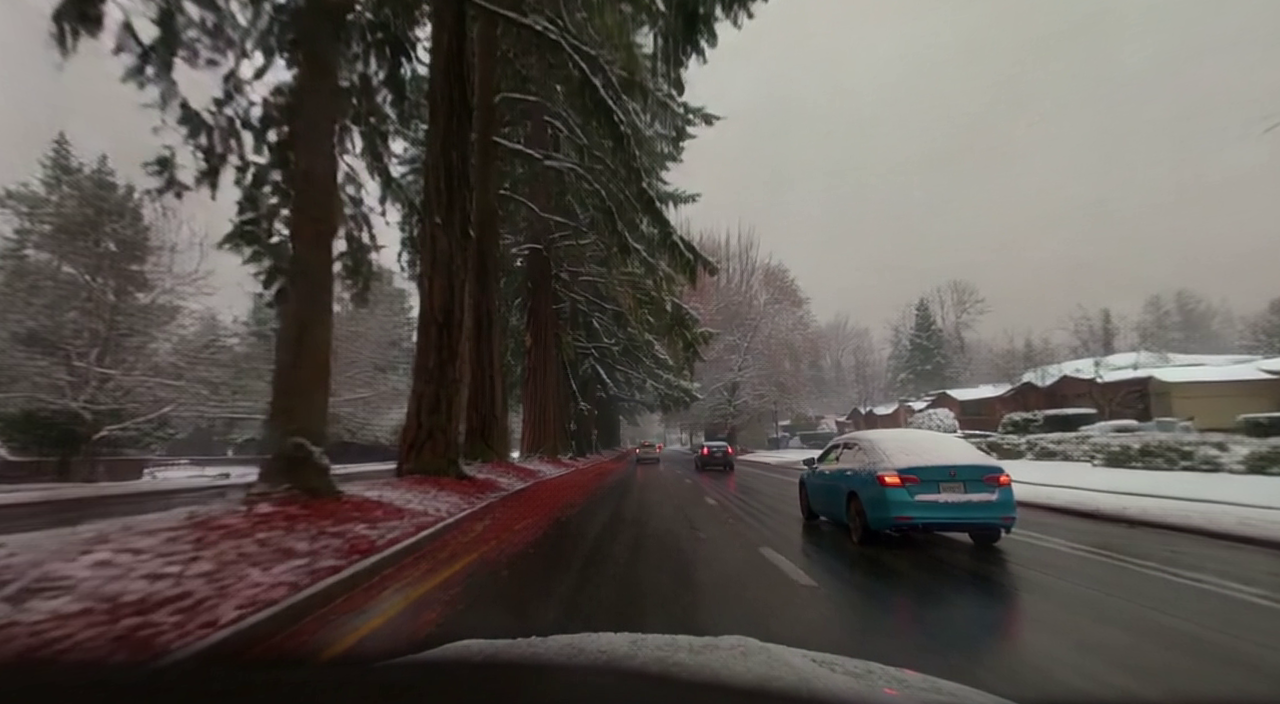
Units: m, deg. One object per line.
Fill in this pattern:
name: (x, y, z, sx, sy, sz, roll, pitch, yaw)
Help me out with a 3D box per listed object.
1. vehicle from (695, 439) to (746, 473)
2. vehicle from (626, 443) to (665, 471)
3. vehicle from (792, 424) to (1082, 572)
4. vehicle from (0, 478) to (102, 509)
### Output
vehicle: (4.161, 5.457, 33.370, 2.074, 1.652, 4.340, 0, -9, 0)
vehicle: (0.337, 5.872, 35.604, 2.082, 1.473, 4.028, 0, -8, 1)
vehicle: (3.605, 1.842, 8.730, 1.985, 1.529, 4.147, 0, -8, 0)
vehicle: (-31.640, 7.495, 33.617, 4.432, 1.484, 1.839, -1, -9, 4)
